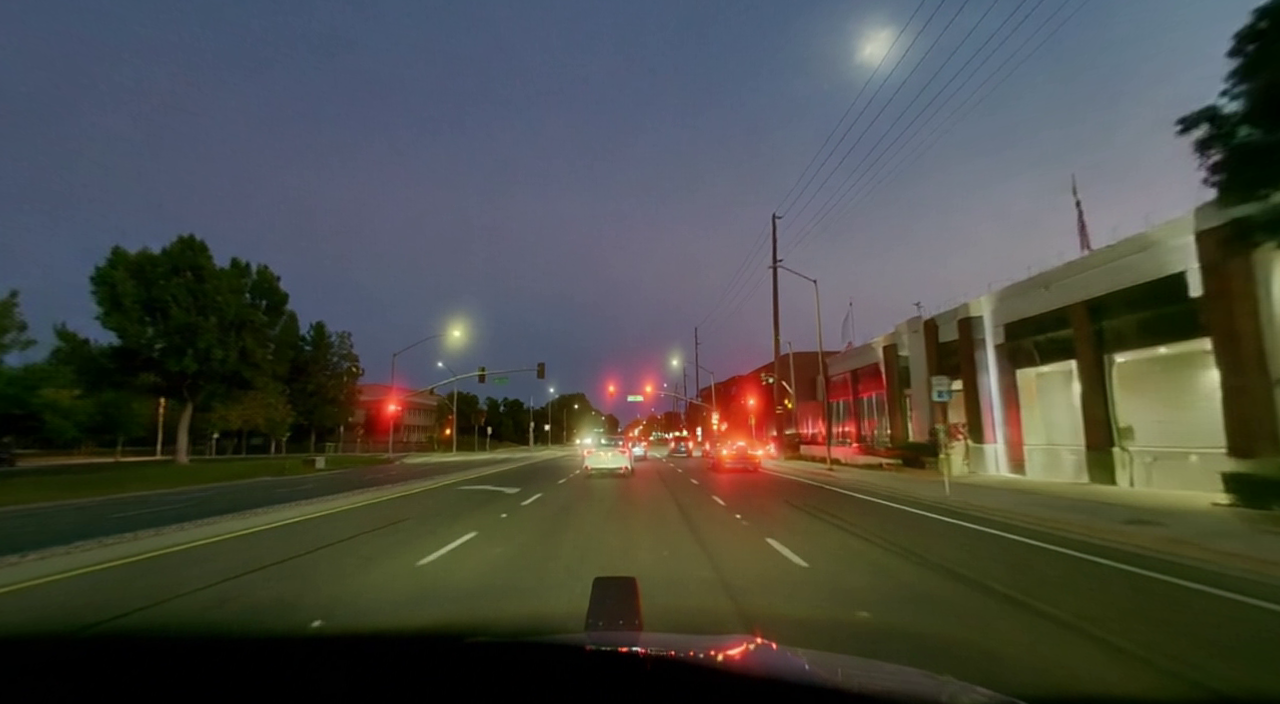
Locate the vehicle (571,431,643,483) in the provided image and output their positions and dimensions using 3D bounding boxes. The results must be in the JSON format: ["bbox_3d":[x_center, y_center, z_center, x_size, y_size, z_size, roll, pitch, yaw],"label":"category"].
[{"bbox_3d":[-0.960,3.314,20.232,2.075,1.470,3.962,0,-8,0],"label":"vehicle"}]

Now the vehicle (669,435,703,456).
[{"bbox_3d":[3.331,6.865,46.321,1.945,1.470,4.363,0,-8,-2],"label":"vehicle"}]
